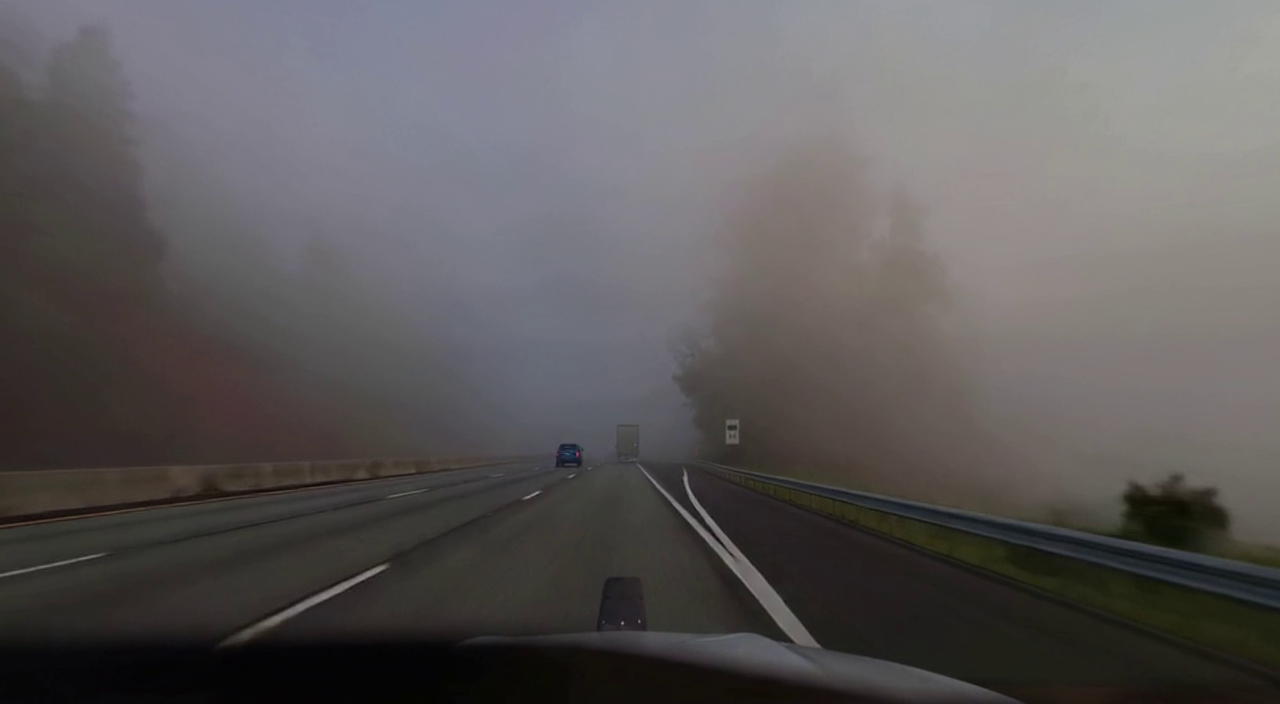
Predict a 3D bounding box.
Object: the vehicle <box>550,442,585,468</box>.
[{"bbox_3d":[-5.461,7.870,48.201,2.124,1.888,5.226,0,-9,-1],"label":"vehicle"}]
